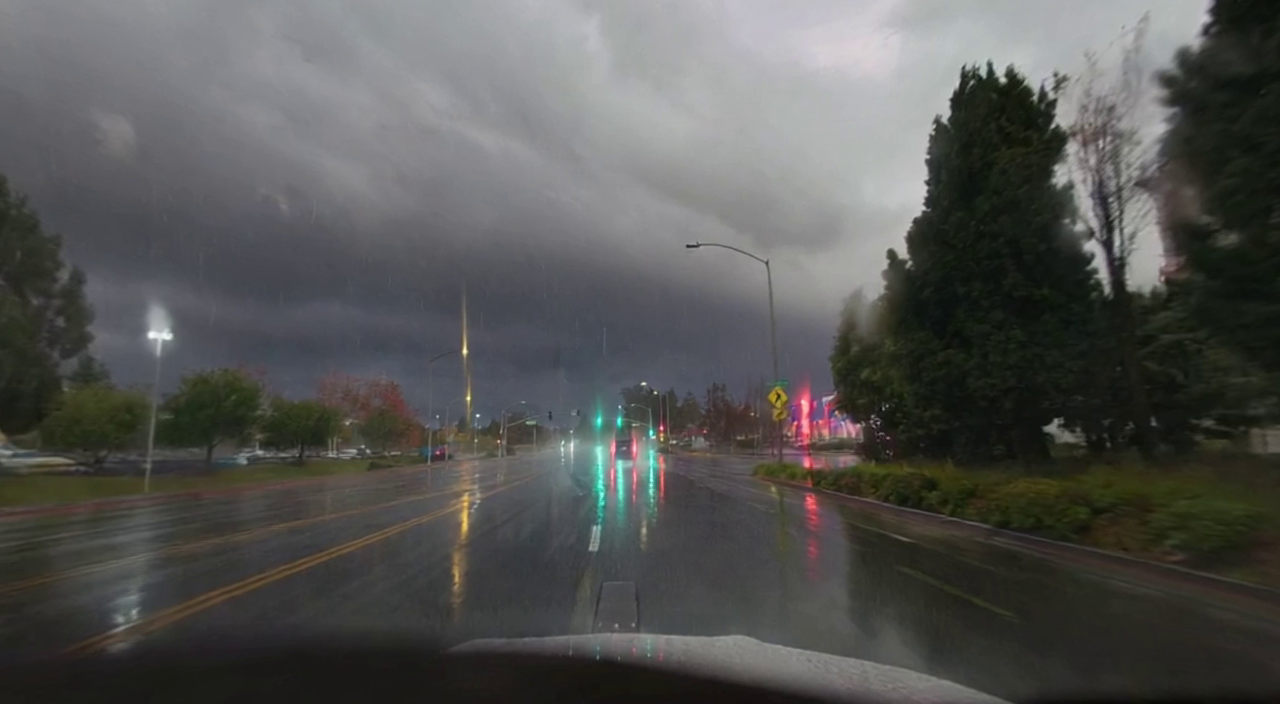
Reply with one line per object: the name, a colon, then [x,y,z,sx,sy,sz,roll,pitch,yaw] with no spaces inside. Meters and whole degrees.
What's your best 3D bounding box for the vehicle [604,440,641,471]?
vehicle: [-0.961,5.916,36.372,2.024,1.628,4.774,0,-8,-1]
